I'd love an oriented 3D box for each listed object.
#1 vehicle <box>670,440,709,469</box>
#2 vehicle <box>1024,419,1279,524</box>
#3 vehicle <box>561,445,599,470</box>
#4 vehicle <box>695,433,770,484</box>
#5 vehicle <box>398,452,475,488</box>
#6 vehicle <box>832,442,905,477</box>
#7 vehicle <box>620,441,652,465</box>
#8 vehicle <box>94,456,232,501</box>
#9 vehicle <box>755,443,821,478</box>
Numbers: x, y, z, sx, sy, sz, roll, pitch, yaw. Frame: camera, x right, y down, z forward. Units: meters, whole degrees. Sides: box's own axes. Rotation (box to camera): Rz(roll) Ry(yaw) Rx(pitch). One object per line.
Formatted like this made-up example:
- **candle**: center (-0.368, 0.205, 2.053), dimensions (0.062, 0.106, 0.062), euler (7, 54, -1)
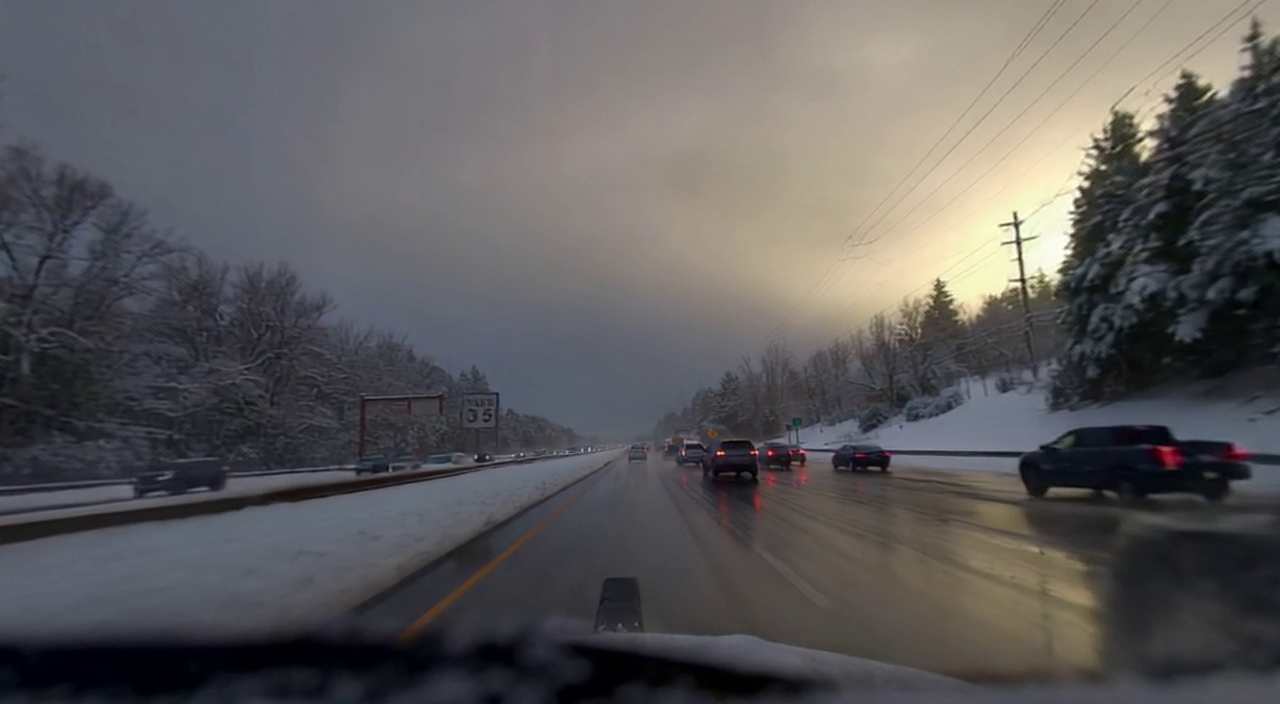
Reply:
- **vehicle**: center (3.173, 6.709, 41.449), dimensions (2.111, 1.755, 4.459), euler (0, -8, -2)
- **vehicle**: center (10.242, 2.309, 12.682), dimensions (2.154, 1.725, 4.381), euler (0, -8, -1)
- **vehicle**: center (-3.772, 6.710, 40.361), dimensions (2.051, 1.510, 4.373), euler (0, -8, 0)
- **vehicle**: center (3.537, 4.188, 25.016), dimensions (2.138, 1.826, 4.783), euler (0, -8, -1)
- **vehicle**: center (-8.900, 5.173, 27.944), dimensions (1.920, 1.415, 4.383), euler (0, -9, 1)
- **vehicle**: center (10.440, 4.913, 29.050), dimensions (1.850, 1.492, 3.767), euler (0, -8, -1)
- **vehicle**: center (-0.311, 7.763, 48.485), dimensions (2.314, 1.796, 4.254), euler (0, -8, -1)
- **vehicle**: center (-22.866, 6.036, 30.556), dimensions (2.159, 1.884, 5.705), euler (0, -8, 1)
- **vehicle**: center (6.776, 4.996, 29.346), dimensions (1.909, 1.507, 4.471), euler (0, -8, -1)
